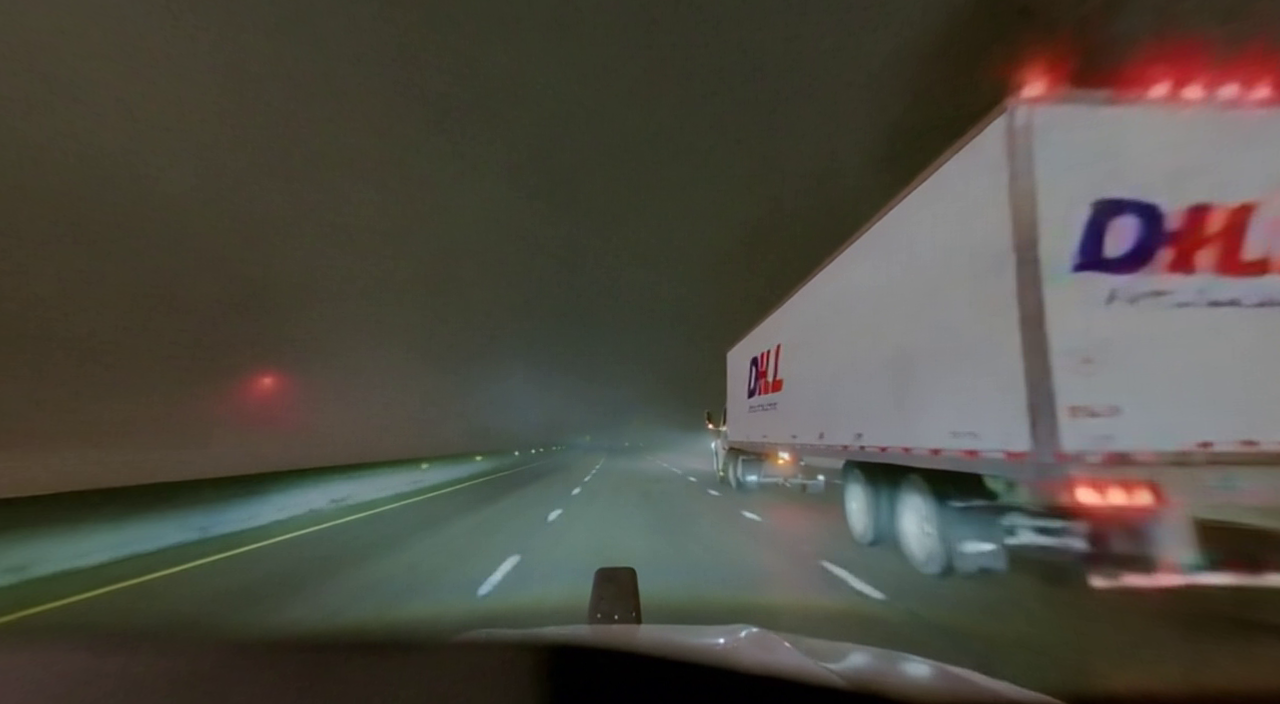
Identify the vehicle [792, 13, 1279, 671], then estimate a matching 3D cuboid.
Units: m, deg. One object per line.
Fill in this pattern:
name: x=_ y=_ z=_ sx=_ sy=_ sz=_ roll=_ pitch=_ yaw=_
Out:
vehicle: x=4.510 y=0.370 z=7.827 sx=2.880 sy=3.918 sz=8.254 roll=0 pitch=-8 yaw=-2
